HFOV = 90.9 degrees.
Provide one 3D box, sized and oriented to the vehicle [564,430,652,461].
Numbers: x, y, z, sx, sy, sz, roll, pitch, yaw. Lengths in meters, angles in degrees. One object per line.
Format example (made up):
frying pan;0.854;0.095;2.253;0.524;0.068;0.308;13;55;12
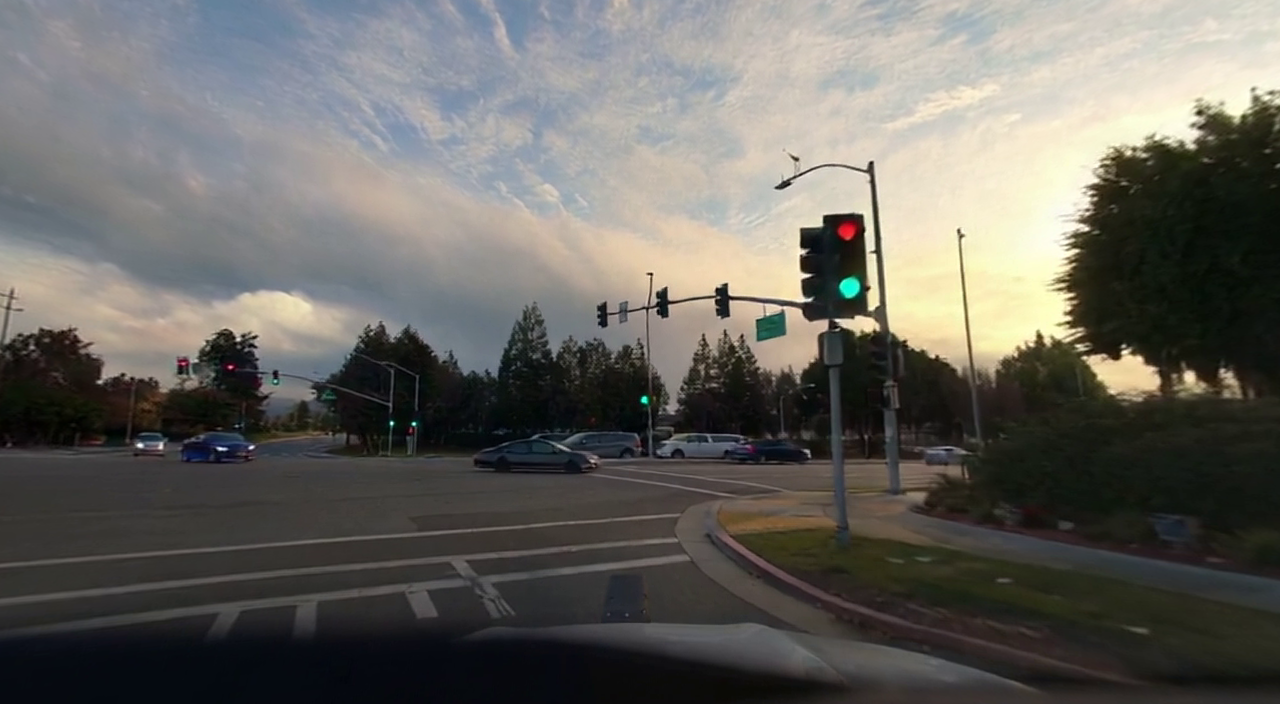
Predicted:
vehicle;-1.715;5.144;34.589;4.483;1.589;1.852;6;-11;-32

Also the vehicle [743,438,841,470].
vehicle;7.699;5.140;31.761;5.032;1.473;1.827;6;-11;-33

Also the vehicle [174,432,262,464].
vehicle;-20.369;4.637;30.326;4.686;1.425;2.018;-7;-11;38

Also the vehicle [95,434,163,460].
vehicle;-36.787;6.834;45.286;5.332;1.807;2.450;-7;-11;37

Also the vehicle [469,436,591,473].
vehicle;-4.225;4.030;24.790;4.425;1.366;1.865;0;-9;-1

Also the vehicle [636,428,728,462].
vehicle;2.828;6.142;41.404;5.791;1.964;2.199;7;-11;-32

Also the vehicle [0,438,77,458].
vehicle;-48.092;7.624;49.876;4.826;1.484;2.000;1;-9;-6
